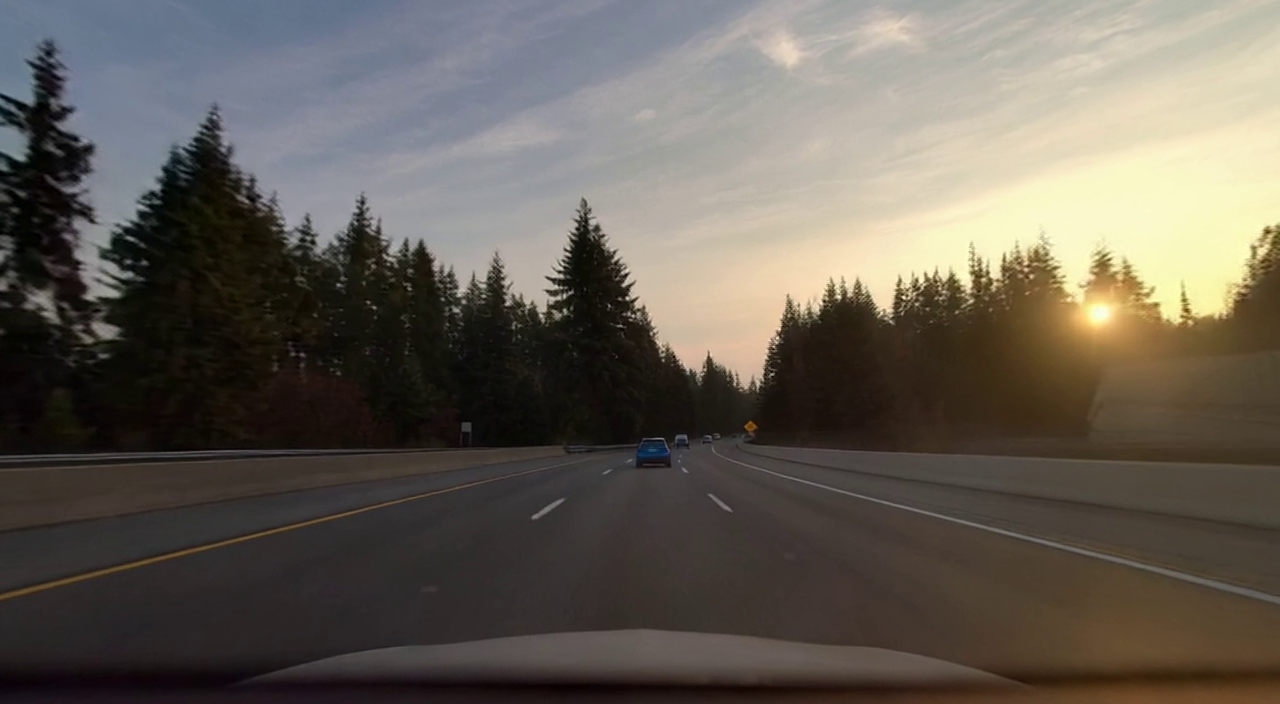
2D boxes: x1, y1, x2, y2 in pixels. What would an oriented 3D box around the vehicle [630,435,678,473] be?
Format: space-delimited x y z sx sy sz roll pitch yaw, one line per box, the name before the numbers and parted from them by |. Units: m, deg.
vehicle | 0.669 4.894 30.439 2.133 1.686 4.203 0 -8 1
